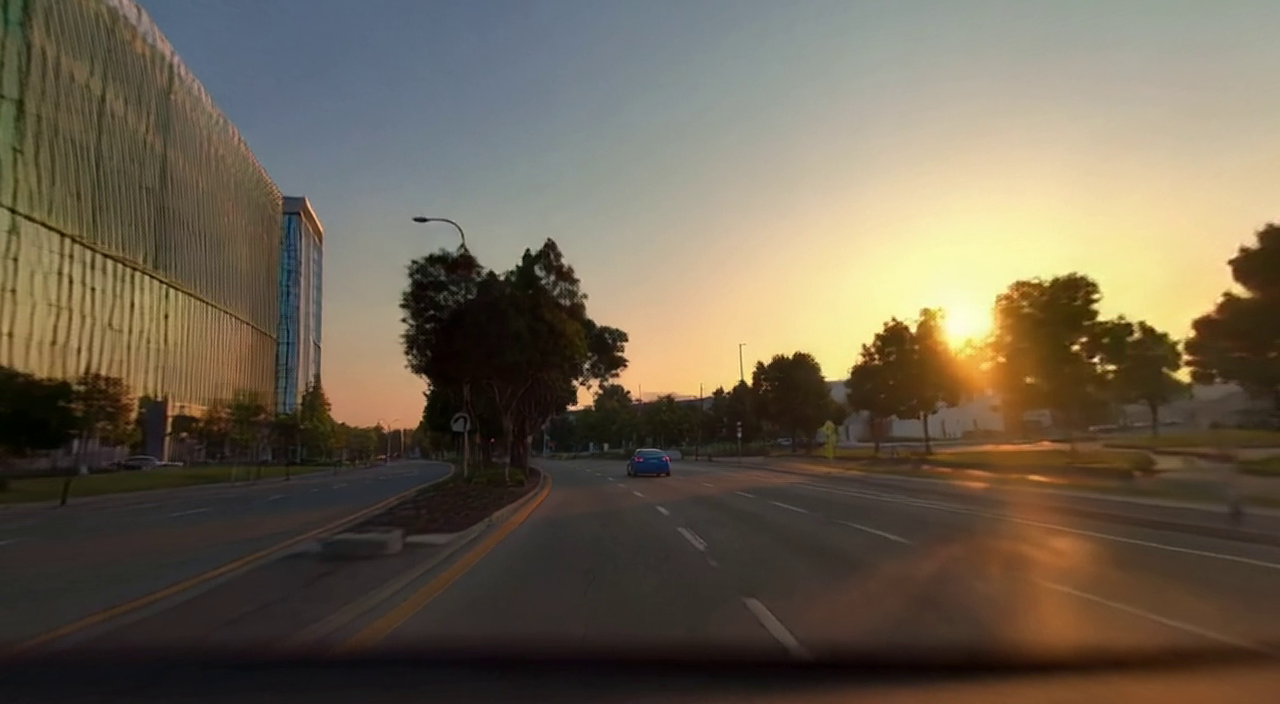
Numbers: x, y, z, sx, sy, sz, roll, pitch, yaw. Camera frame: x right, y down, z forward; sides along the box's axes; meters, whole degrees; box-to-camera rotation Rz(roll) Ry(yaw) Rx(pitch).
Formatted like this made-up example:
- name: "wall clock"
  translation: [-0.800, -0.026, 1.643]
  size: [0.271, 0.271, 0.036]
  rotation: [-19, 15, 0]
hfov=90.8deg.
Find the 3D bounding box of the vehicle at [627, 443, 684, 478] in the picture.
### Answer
- name: "vehicle"
  translation: [0.709, 5.502, 32.274]
  size: [2.165, 1.633, 4.381]
  rotation: [1, -9, -8]
